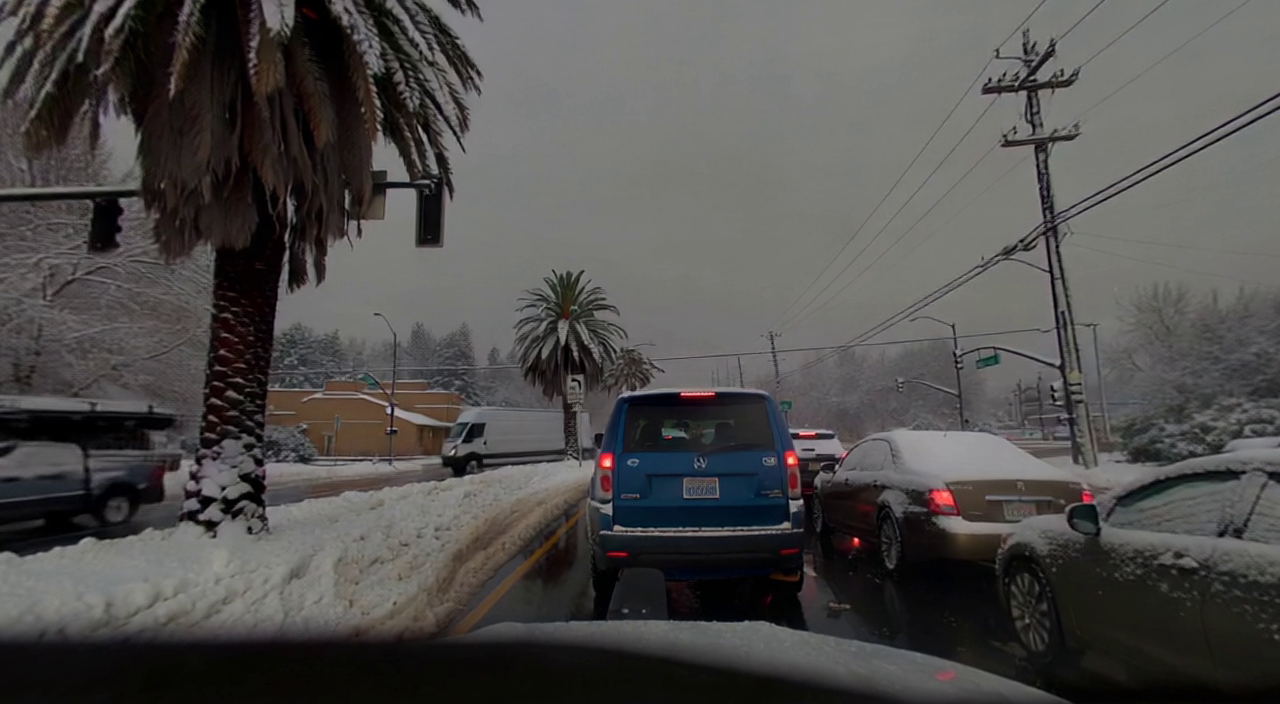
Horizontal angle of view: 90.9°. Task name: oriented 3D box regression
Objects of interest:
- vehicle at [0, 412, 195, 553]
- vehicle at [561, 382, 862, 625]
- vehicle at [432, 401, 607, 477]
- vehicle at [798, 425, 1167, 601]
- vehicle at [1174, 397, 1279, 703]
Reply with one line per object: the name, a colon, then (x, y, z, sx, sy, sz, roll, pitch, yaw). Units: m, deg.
vehicle: (-13.103, 2.714, 13.483, 2.230, 2.653, 5.869, -1, -9, 8)
vehicle: (0.454, 1.436, 6.883, 2.228, 1.780, 4.269, 0, -9, -2)
vehicle: (-6.727, 5.323, 38.153, 2.973, 3.889, 11.535, -6, -10, 34)
vehicle: (3.436, 1.681, 7.503, 1.895, 1.456, 4.255, 0, -9, -2)
vehicle: (3.357, 0.653, 0.658, 1.805, 1.485, 4.348, 0, -9, 1)
